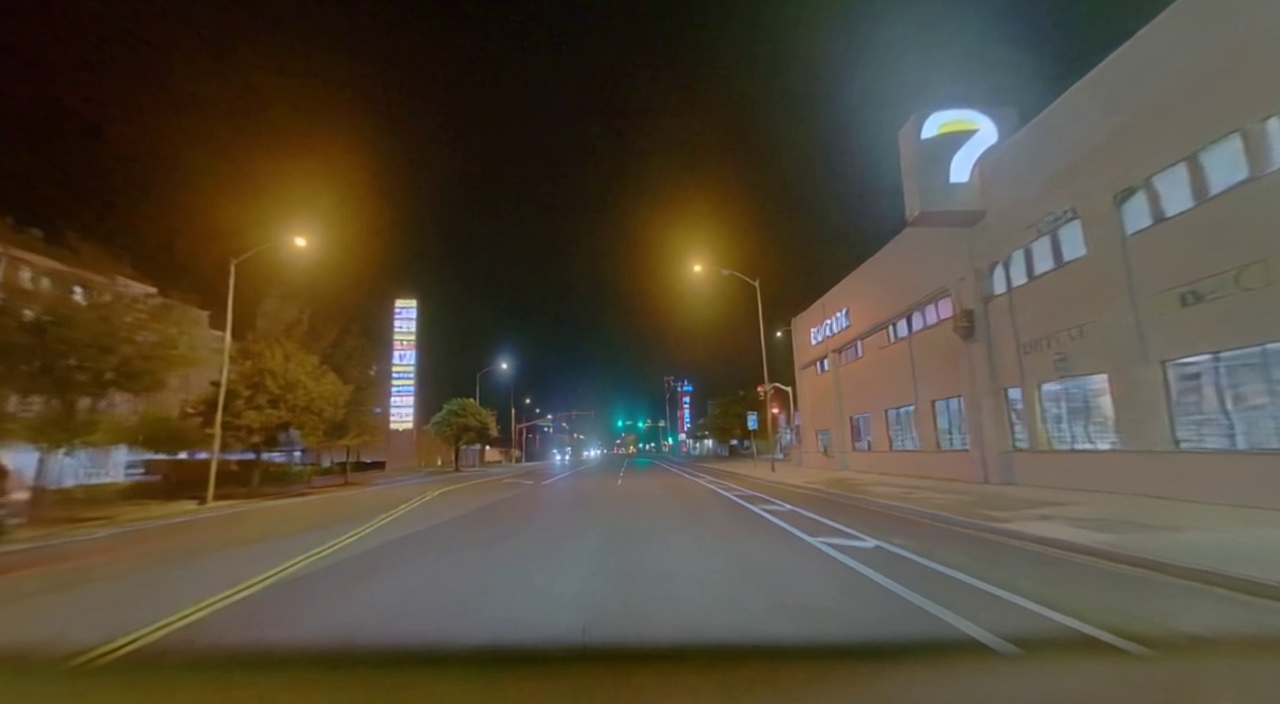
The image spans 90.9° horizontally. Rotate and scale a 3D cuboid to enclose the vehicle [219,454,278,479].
[{"bbox_3d":[-29.751,8.685,47.868,4.811,1.756,2.070,-7,-11,37],"label":"vehicle"}]
